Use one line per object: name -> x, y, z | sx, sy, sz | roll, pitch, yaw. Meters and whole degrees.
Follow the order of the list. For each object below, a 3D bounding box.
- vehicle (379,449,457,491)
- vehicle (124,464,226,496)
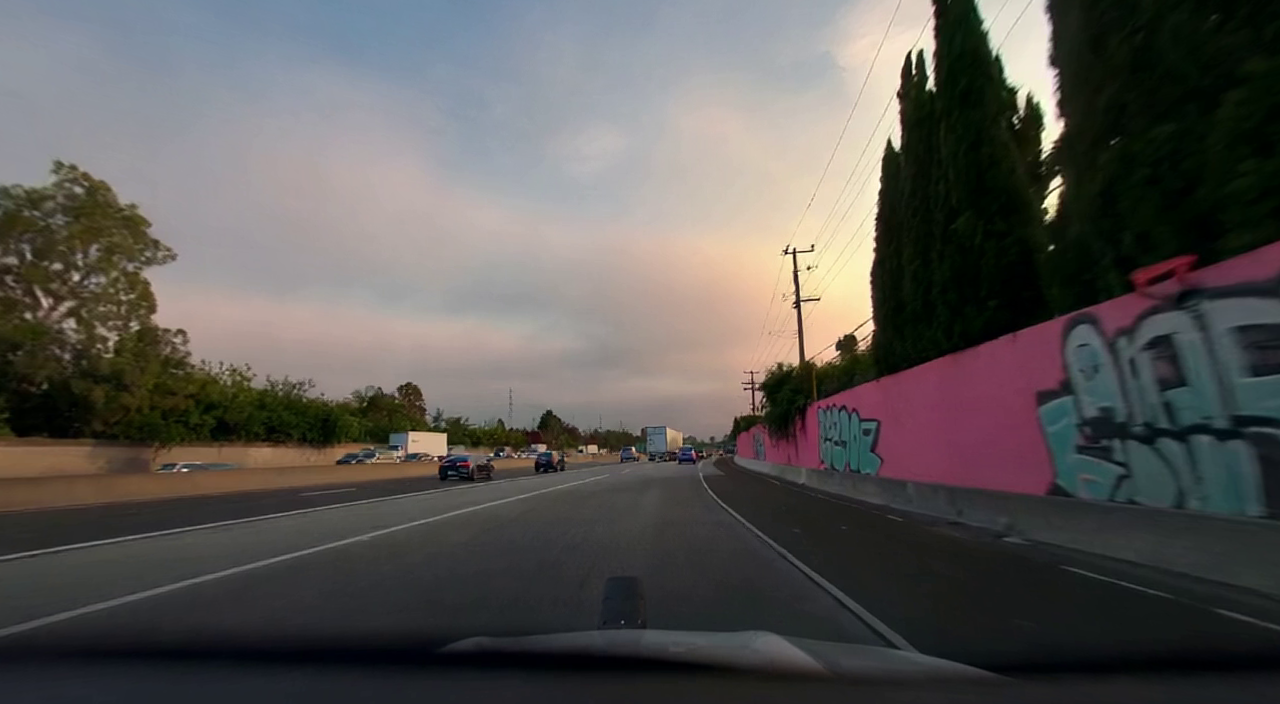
vehicle -> -8.498, 4.524, 24.375 | 1.708, 1.489, 2.840 | -1, -9, 6
vehicle -> -24.167, 6.632, 32.963 | 1.811, 1.426, 4.262 | -1, -9, 5
